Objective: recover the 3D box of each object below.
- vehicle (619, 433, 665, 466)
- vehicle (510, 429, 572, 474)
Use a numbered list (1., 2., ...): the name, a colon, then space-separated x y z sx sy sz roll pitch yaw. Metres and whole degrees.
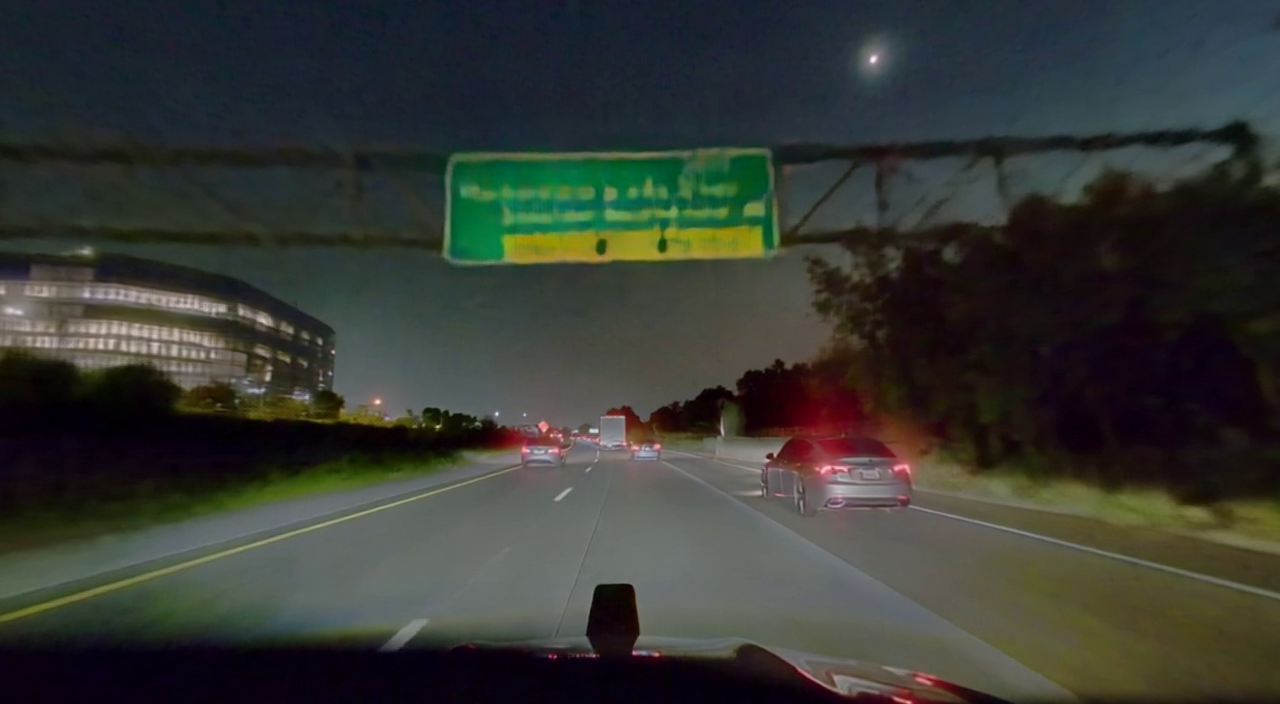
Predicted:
1. vehicle: 0.018 5.187 33.531 2.078 1.608 3.982 0 -8 -5
2. vehicle: -4.156 4.242 27.006 2.080 1.733 4.410 0 -8 -2
